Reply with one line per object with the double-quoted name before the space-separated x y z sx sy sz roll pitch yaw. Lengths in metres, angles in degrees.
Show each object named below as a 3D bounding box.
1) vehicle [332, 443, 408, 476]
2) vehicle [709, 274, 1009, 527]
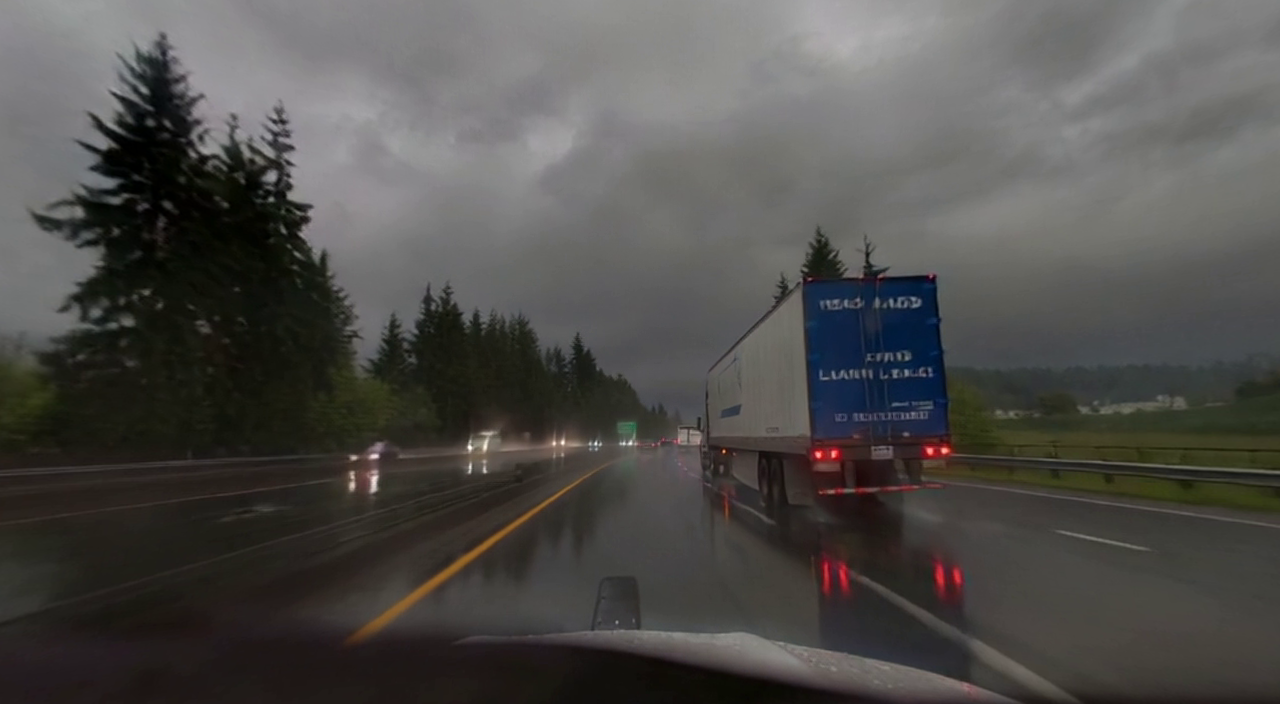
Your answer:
"vehicle" -13.920 5.540 32.784 1.871 1.490 4.603 -1 -8 1
"vehicle" 4.231 1.652 17.020 3.171 4.072 13.784 0 -8 0
